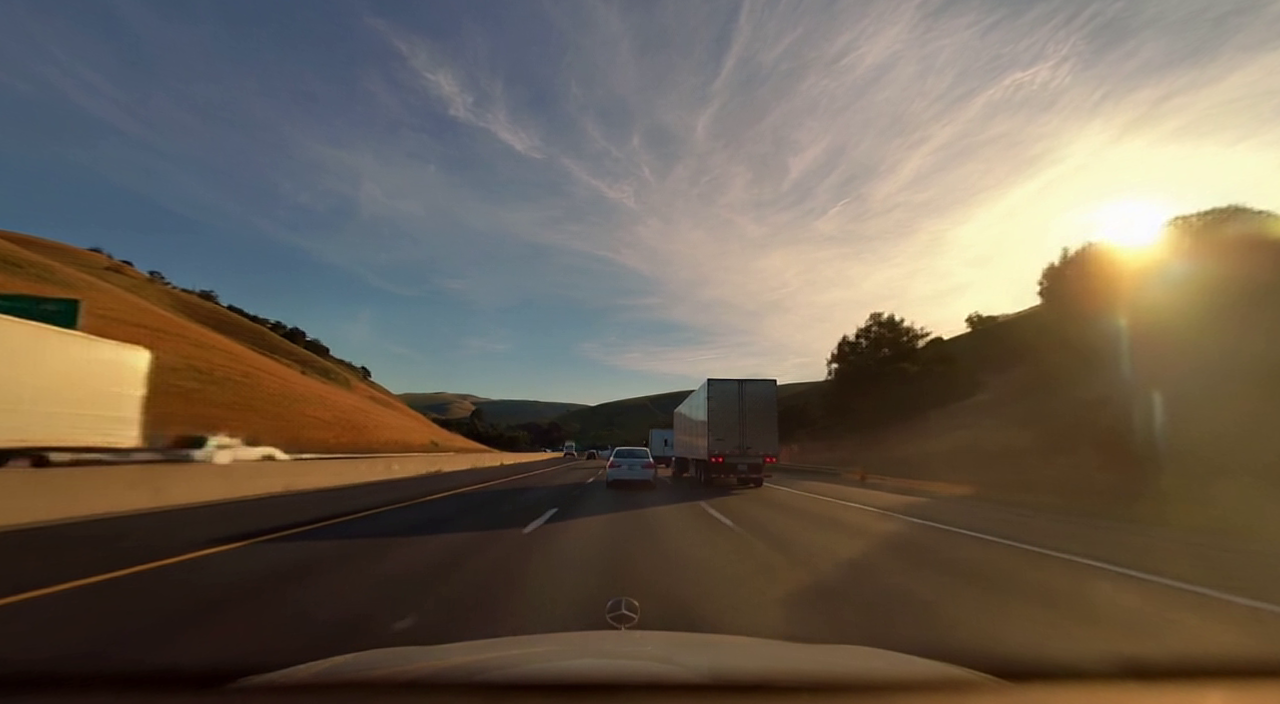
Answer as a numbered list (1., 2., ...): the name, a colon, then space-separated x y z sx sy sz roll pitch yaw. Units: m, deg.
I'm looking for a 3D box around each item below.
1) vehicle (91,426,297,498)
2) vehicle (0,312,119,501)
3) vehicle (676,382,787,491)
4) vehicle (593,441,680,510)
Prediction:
1. vehicle: -11.684 2.927 17.090 2.105 1.656 4.746 0 -9 0
2. vehicle: -15.228 0.469 9.118 2.920 4.044 14.872 0 -9 -1
3. vehicle: 3.801 4.210 30.520 2.812 4.024 14.098 0 -9 -2
4. vehicle: -0.116 3.284 17.204 2.109 1.639 3.768 0 -9 -1
